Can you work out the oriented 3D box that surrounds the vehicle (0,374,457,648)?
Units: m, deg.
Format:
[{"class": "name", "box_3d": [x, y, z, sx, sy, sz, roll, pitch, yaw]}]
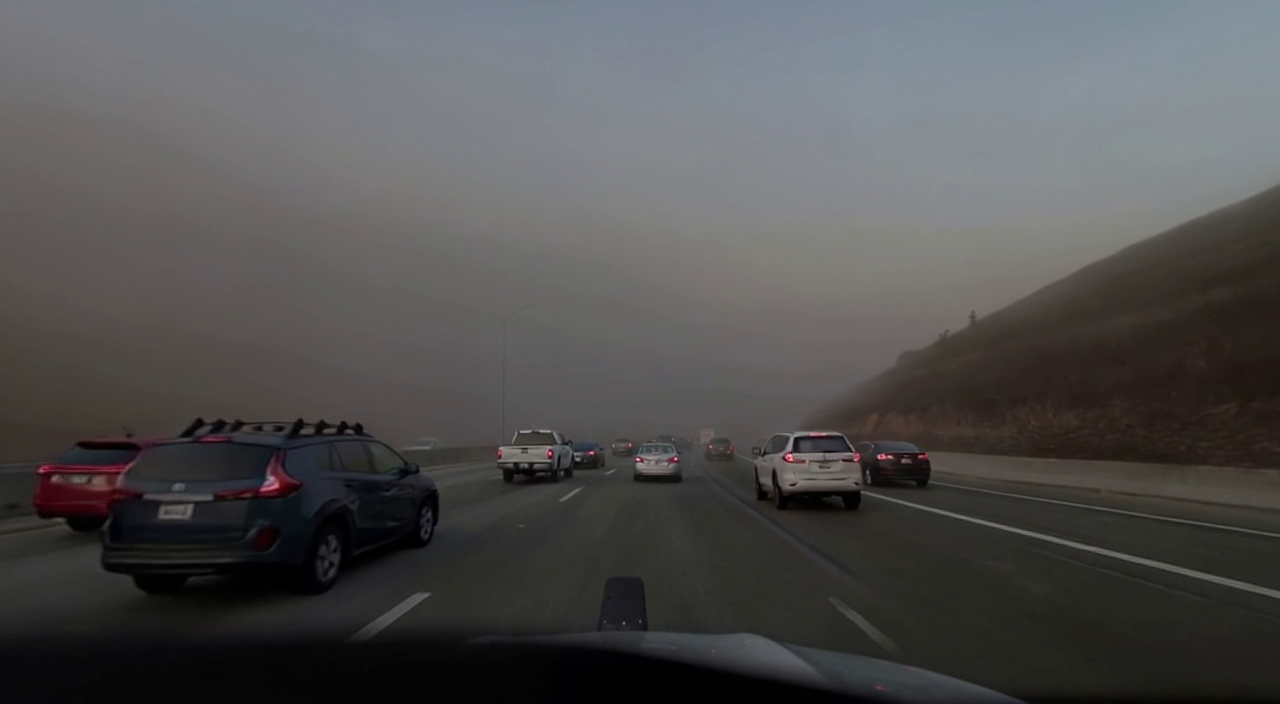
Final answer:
[{"class": "vehicle", "box_3d": [-3.619, 1.316, 6.276, 2.179, 1.723, 4.410, 0, -8, 1]}]

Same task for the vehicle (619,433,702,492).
[{"class": "vehicle", "box_3d": [0.594, 3.108, 18.100, 2.105, 1.471, 4.349, 0, -8, 2]}]

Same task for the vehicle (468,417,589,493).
[{"class": "vehicle", "box_3d": [-3.014, 2.967, 18.544, 2.301, 1.902, 5.374, -1, -8, 3]}]

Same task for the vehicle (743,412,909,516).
[{"class": "vehicle", "box_3d": [3.526, 2.230, 13.026, 2.046, 1.765, 4.534, 0, -8, 0]}]
